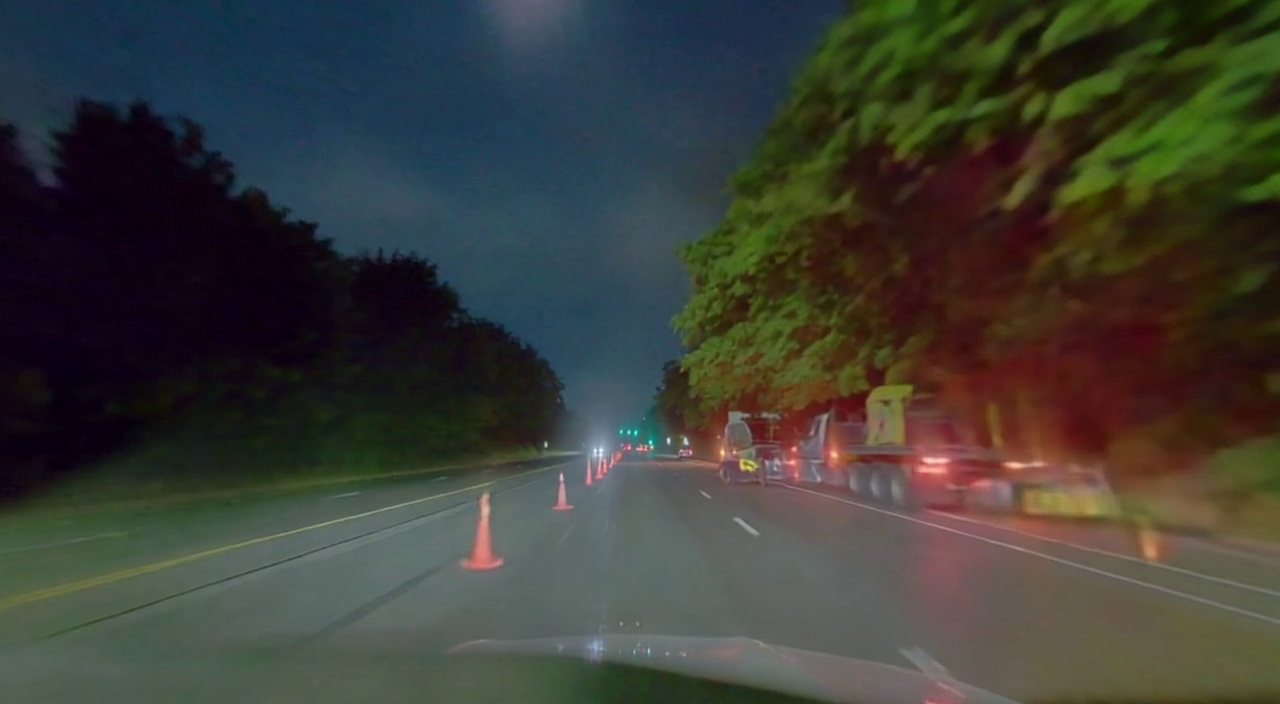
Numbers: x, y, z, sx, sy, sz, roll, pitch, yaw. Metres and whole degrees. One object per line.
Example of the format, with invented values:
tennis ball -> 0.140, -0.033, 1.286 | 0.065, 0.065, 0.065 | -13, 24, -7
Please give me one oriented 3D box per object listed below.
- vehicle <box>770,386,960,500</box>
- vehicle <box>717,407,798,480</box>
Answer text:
vehicle -> 6.452, 2.682, 18.702 | 2.390, 2.899, 4.603 | 6, -10, -35
vehicle -> 6.233, 5.095, 35.504 | 2.664, 3.418, 11.107 | 0, -8, 1
